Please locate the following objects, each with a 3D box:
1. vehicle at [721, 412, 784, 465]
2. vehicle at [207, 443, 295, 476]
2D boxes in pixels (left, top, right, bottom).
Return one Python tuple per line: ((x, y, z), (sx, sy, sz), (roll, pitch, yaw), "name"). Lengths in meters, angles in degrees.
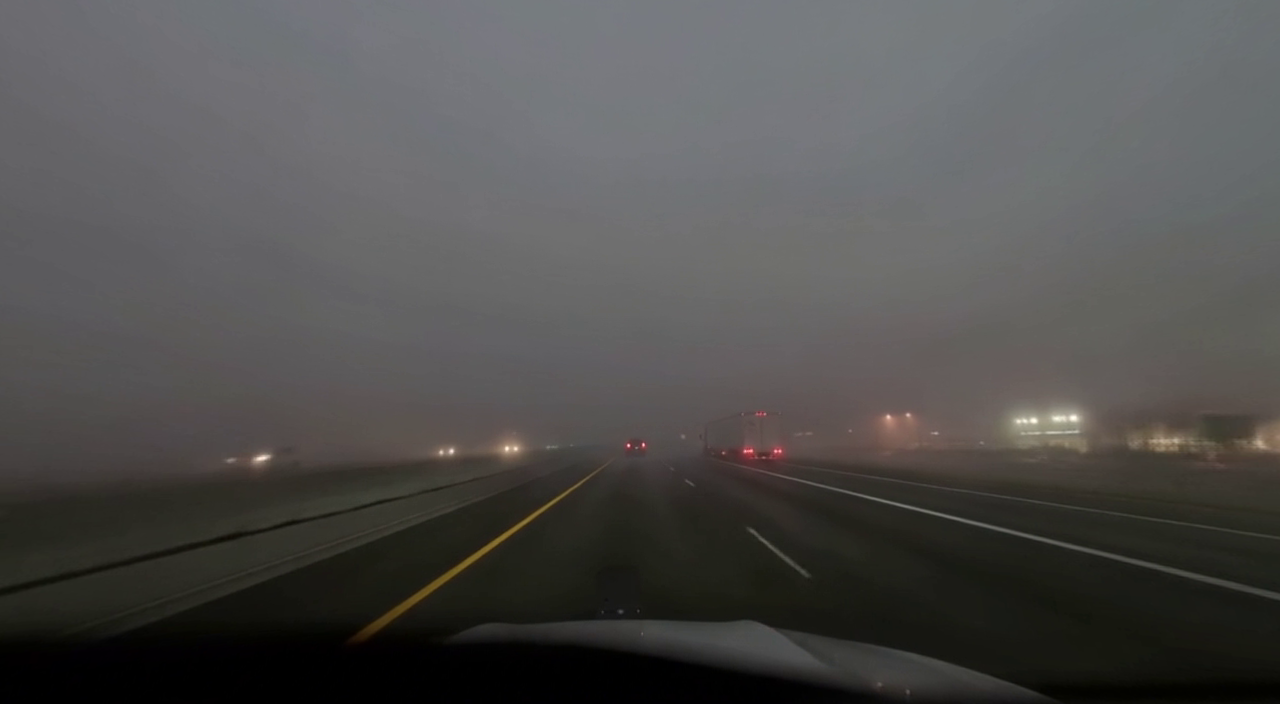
((7.322, 5.823, 42.220), (2.793, 3.204, 7.997), (0, -8, 1), "vehicle")
((-21.931, 6.059, 35.840), (2.078, 1.705, 4.544), (0, -8, 0), "vehicle")
